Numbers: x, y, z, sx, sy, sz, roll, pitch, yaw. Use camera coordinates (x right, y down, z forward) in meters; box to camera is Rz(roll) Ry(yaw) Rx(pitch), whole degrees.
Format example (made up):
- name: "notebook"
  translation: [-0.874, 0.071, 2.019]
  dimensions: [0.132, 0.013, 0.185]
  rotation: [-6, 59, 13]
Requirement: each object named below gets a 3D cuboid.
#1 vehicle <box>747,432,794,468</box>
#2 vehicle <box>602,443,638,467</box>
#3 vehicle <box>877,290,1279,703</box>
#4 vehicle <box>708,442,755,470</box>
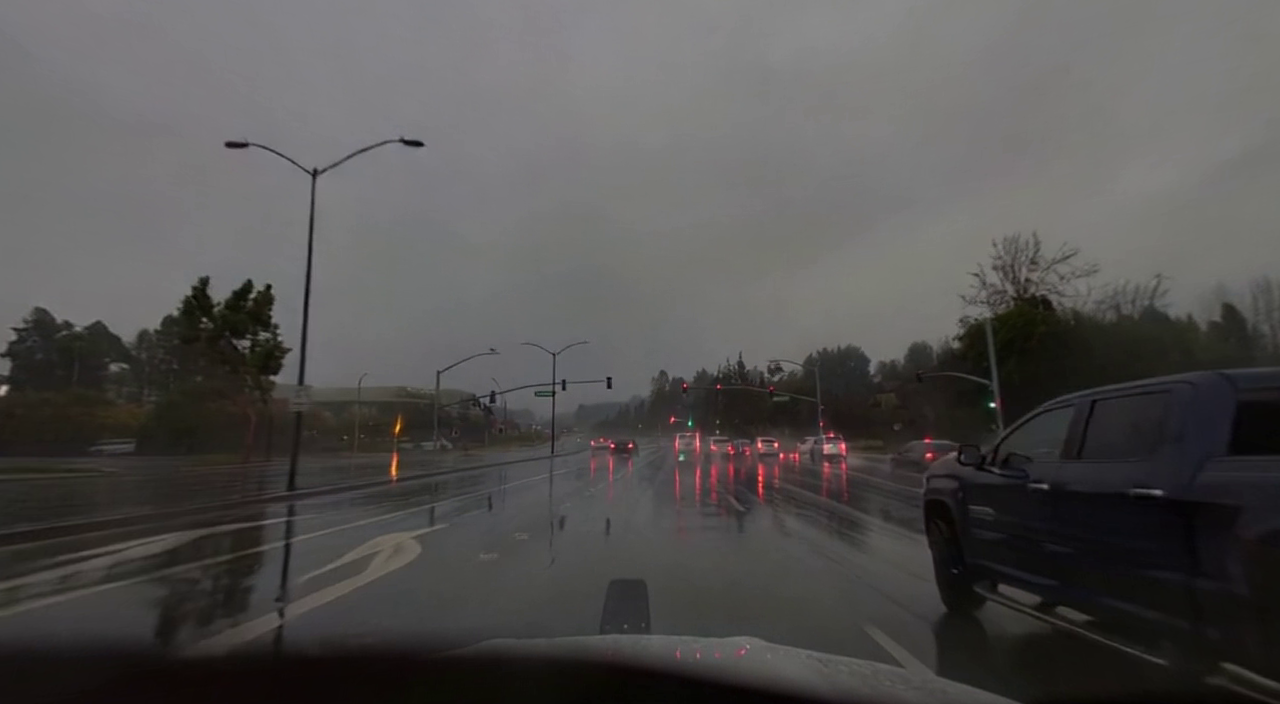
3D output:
- name: "vehicle"
  translation: [8.643, 6.572, 42.317]
  dimensions: [2.186, 2.202, 5.426]
  rotation: [-1, -9, 2]
- name: "vehicle"
  translation: [-1.331, 6.988, 42.984]
  dimensions: [1.958, 1.542, 4.175]
  rotation: [-1, -9, 5]
- name: "vehicle"
  translation: [3.279, 0.782, 2.673]
  dimensions: [2.333, 1.777, 5.713]
  rotation: [0, -9, 0]
- name: "vehicle"
  translation: [5.443, 6.288, 38.223]
  dimensions: [2.292, 1.563, 4.734]
  rotation: [0, -8, 2]
